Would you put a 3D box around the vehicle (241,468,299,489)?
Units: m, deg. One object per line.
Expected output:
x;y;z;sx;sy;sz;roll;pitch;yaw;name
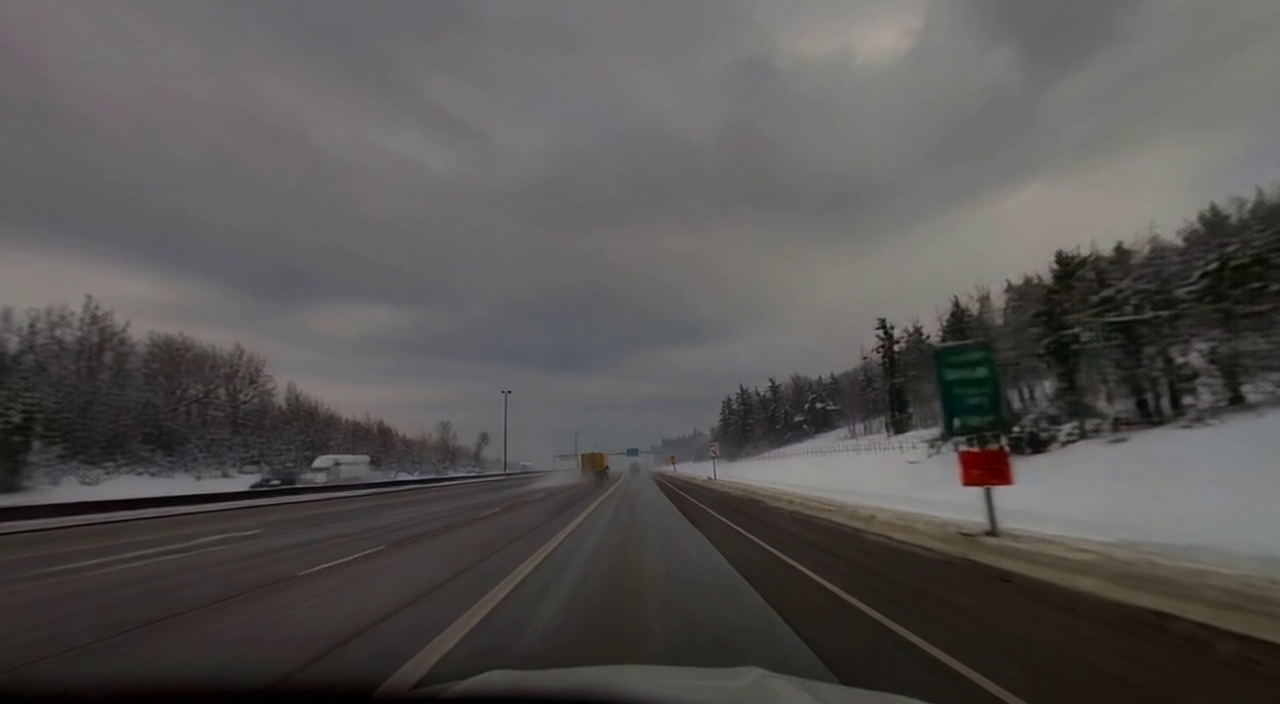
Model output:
-25.911;8.850;44.231;1.728;1.373;3.849;1;-11;-1;vehicle

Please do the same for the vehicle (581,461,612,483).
-3.305;9.256;48.671;2.092;1.642;3.895;1;-10;-1;vehicle
